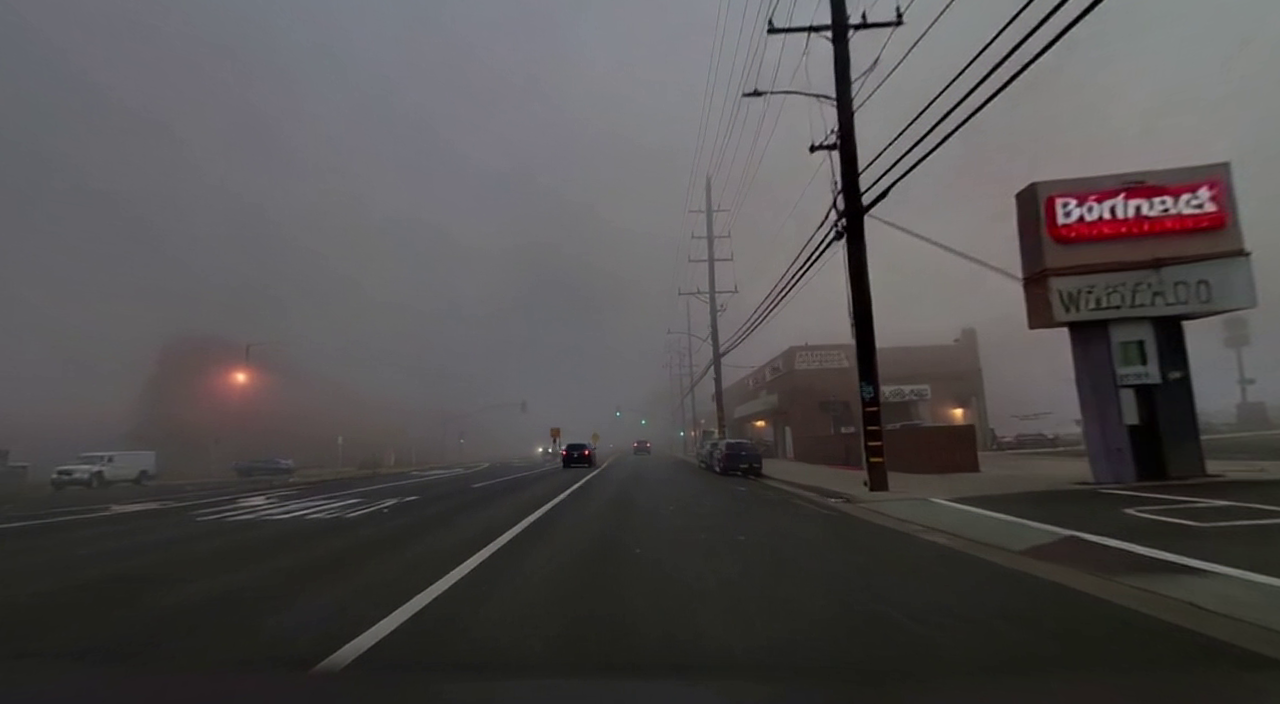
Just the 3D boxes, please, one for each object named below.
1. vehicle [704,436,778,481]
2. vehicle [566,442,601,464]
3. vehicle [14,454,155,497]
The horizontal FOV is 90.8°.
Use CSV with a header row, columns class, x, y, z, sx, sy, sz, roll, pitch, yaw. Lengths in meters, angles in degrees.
class,x,y,z,sx,sy,sz,roll,pitch,yaw
vehicle,3.694,3.992,23.995,1.922,1.507,4.824,0,-9,-1
vehicle,-4.075,7.367,46.191,2.179,1.490,4.742,0,-9,0
vehicle,-26.481,5.811,30.243,2.239,1.802,4.652,-8,-11,41
